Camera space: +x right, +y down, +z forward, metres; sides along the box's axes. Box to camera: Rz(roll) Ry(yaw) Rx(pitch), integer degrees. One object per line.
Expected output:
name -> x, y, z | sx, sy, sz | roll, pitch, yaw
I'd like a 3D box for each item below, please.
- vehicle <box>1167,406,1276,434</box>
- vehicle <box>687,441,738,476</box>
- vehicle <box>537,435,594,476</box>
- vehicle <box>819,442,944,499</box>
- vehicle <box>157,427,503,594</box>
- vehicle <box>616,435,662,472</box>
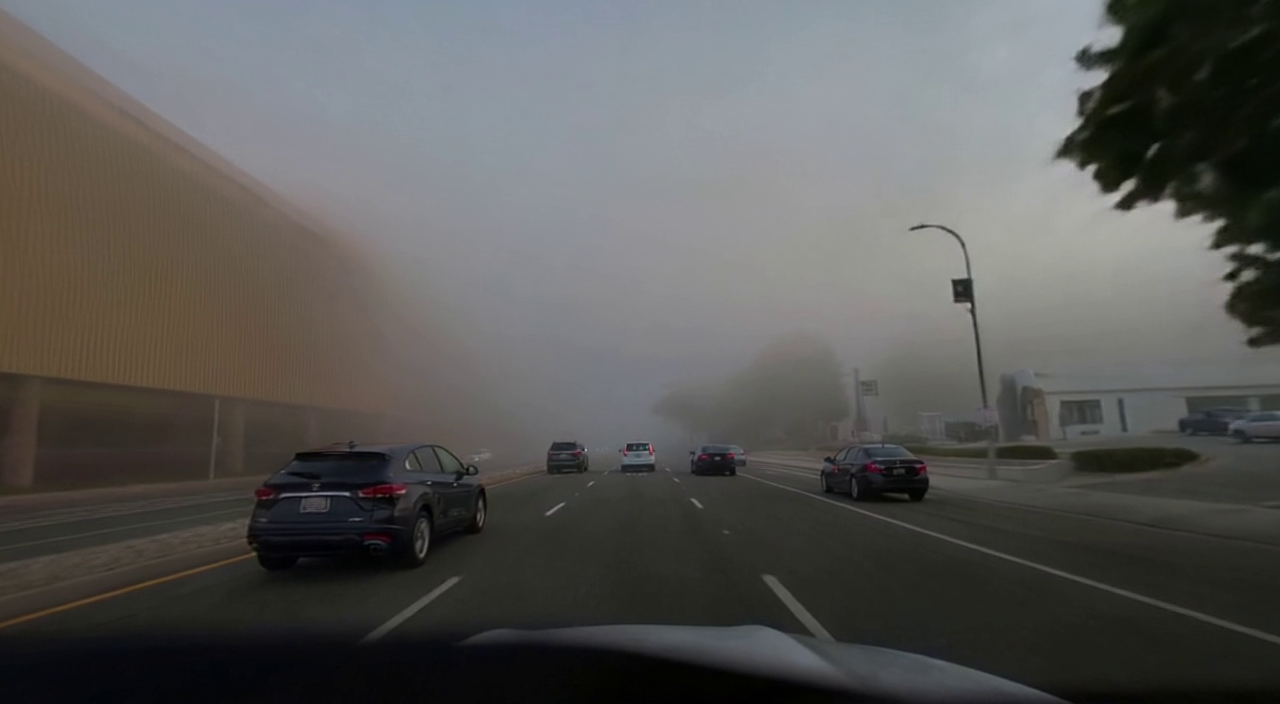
vehicle -> 33.476, 3.998, 36.388 | 1.762, 1.432, 4.136 | 4, -10, -29
vehicle -> 3.253, 4.870, 29.001 | 1.884, 1.458, 4.245 | 0, -8, 1
vehicle -> -3.451, 4.885, 30.032 | 2.117, 1.799, 4.442 | 0, -8, 1
vehicle -> 6.938, 3.421, 18.735 | 1.865, 1.458, 4.605 | 0, -8, 0
vehicle -> -3.303, 1.770, 7.981 | 2.095, 1.486, 4.411 | 0, -8, 1
vehicle -> -0.042, 5.480, 34.208 | 2.304, 1.795, 4.526 | 0, -8, 0
